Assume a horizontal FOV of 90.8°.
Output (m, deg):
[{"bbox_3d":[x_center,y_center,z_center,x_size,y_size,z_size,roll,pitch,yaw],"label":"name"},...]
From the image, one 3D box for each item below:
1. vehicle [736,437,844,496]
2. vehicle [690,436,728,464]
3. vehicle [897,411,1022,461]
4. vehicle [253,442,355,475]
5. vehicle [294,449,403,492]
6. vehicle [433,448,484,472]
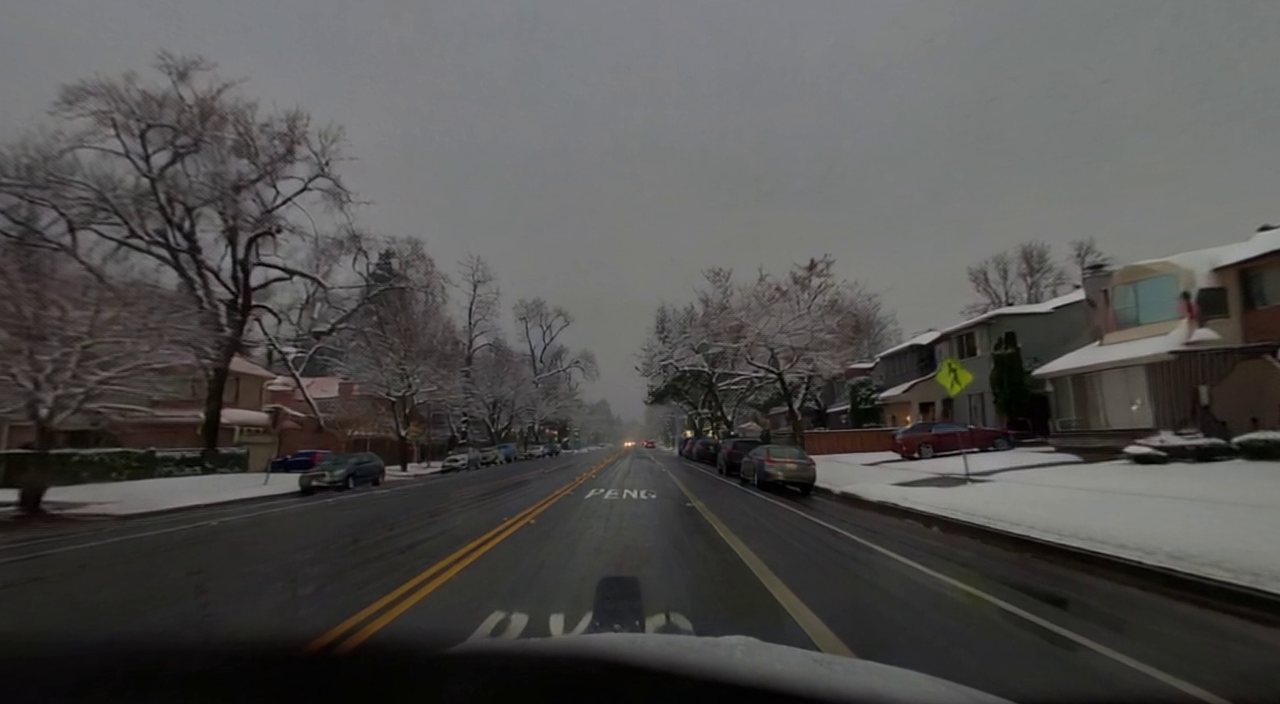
[{"bbox_3d":[4.363,3.414,19.256,1.920,1.541,4.709,1,-9,-3],"label":"vehicle"},{"bbox_3d":[4.503,6.472,41.947,1.993,1.743,4.525,0,-9,-1],"label":"vehicle"},{"bbox_3d":[13.288,3.529,26.483,4.180,1.707,2.083,4,-9,1],"label":"vehicle"},{"bbox_3d":[-17.815,5.638,33.598,4.310,1.705,1.905,0,-9,3],"label":"vehicle"},{"bbox_3d":[-11.472,4.670,25.287,2.079,1.509,4.591,0,-9,1],"label":"vehicle"},{"bbox_3d":[-11.603,6.923,40.731,1.867,1.452,4.331,0,-8,2],"label":"vehicle"}]
